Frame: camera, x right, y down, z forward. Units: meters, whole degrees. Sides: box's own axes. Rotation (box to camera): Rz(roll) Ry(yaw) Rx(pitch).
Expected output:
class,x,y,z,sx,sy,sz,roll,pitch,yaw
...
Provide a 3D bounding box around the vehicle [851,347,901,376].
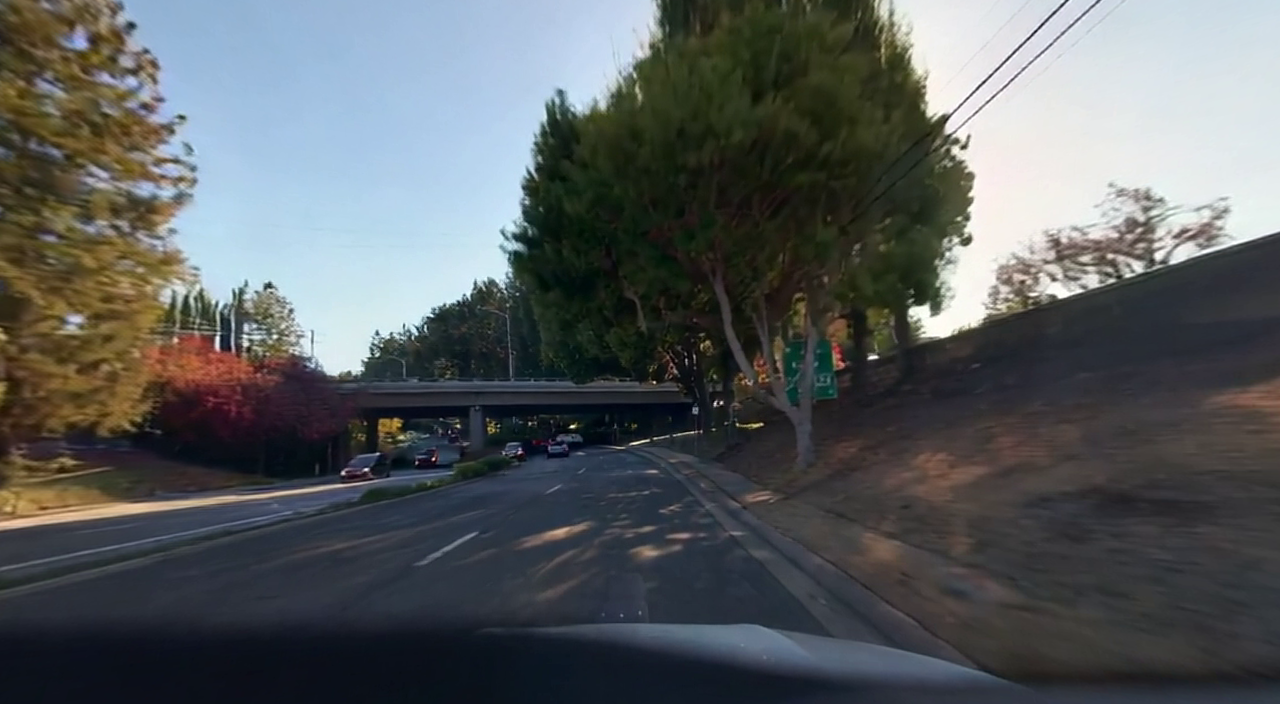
class,x,y,z,sx,sy,sz,roll,pitch,yaw
vehicle,16.563,0.704,44.537,2.058,1.475,4.587,3,-7,4
